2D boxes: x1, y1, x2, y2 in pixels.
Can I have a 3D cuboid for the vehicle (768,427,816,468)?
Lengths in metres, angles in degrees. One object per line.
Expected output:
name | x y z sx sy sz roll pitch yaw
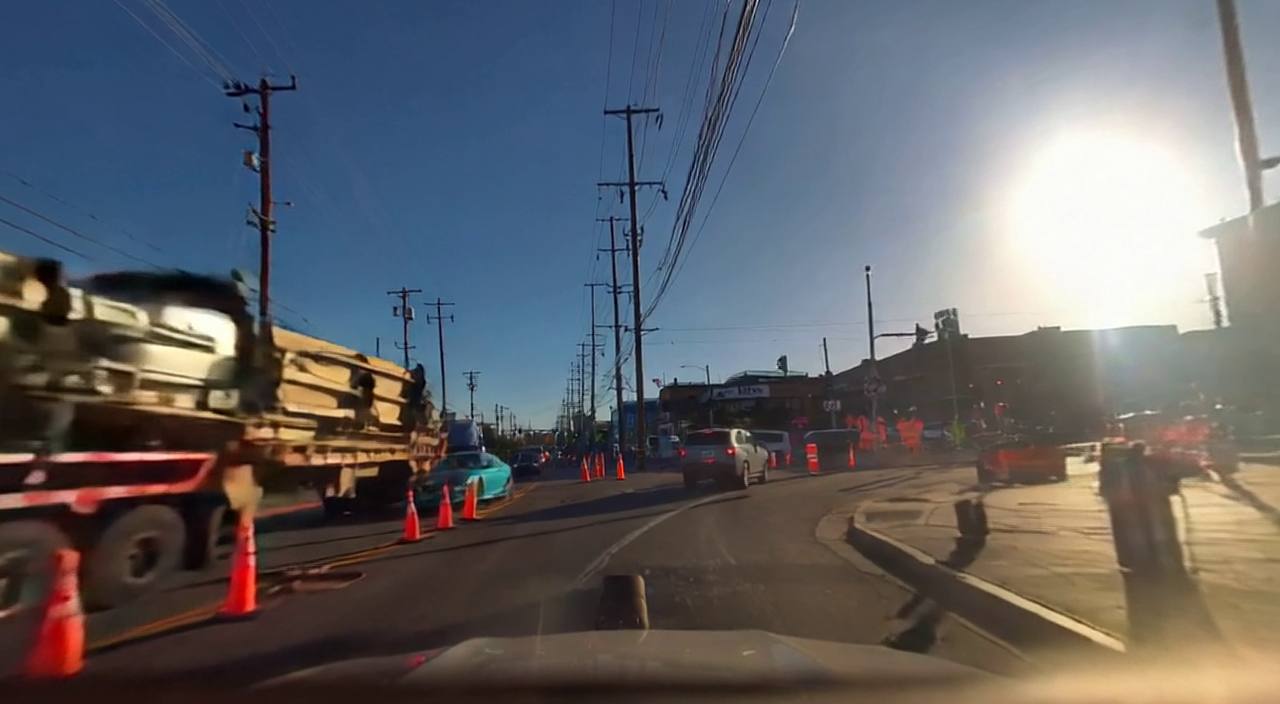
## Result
vehicle | 8.085 5.015 33.235 2.206 1.911 5.548 -3 -9 15

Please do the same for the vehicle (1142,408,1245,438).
vehicle | 35.912 4.686 41.114 1.922 1.704 4.550 4 -10 -33

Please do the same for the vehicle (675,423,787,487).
vehicle | 3.232 3.442 21.378 2.256 1.859 5.118 -5 -9 25

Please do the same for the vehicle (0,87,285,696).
vehicle | -5.689 -0.151 1.304 3.007 3.800 11.011 -1 -9 3

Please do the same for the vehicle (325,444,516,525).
vehicle | -4.767 2.938 14.691 2.103 1.526 4.743 -2 -9 10
